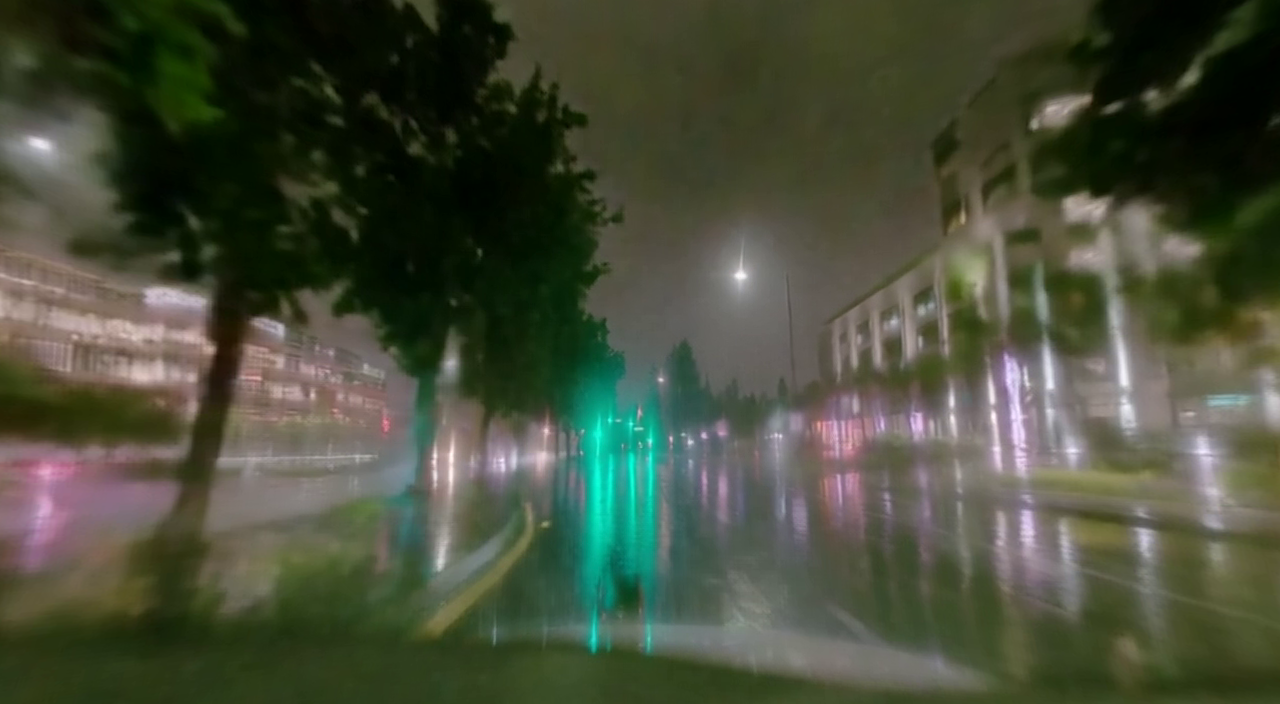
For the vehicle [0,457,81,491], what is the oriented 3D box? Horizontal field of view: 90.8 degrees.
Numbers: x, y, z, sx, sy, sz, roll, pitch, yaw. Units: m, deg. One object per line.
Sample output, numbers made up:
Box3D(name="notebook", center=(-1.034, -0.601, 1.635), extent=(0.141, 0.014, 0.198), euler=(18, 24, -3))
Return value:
Box3D(name="vehicle", center=(-31.900, 6.249, 32.544), extent=(4.486, 1.614, 1.950), euler=(-1, -9, 5))
